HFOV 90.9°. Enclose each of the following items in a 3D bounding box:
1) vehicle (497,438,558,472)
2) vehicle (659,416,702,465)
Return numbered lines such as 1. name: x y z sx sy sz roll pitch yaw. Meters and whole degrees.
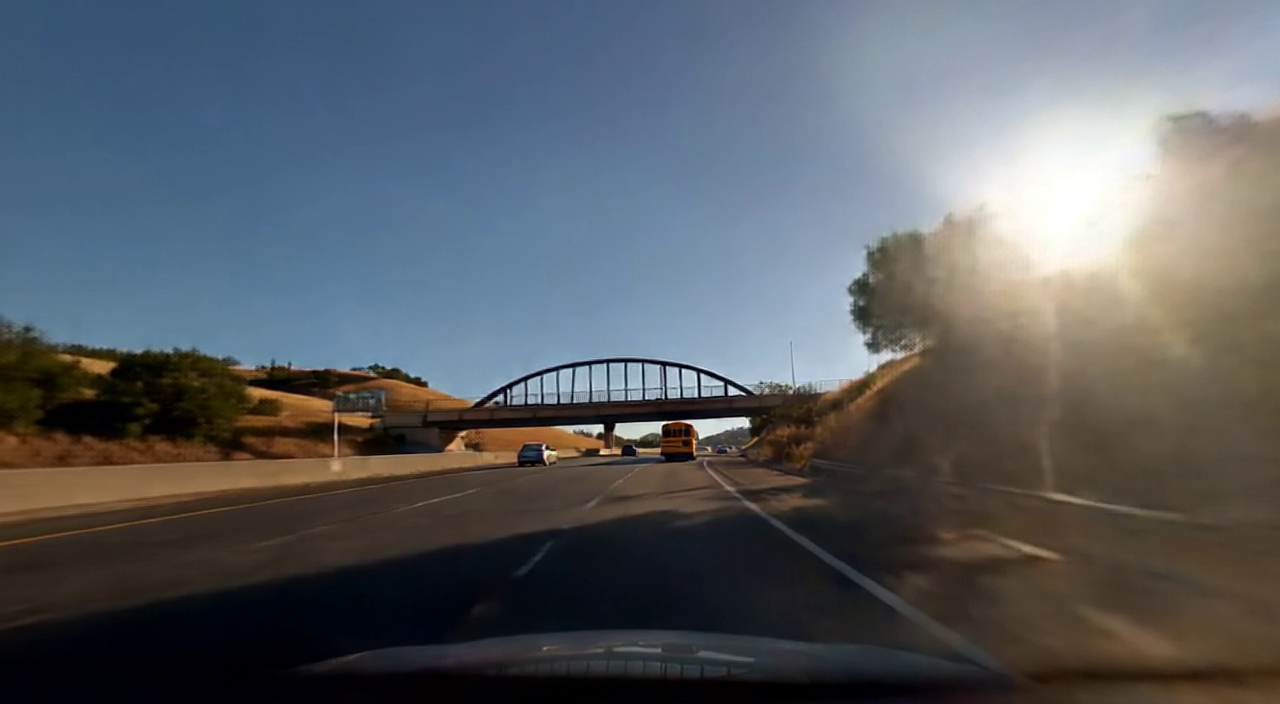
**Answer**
1. vehicle: -6.046 5.564 34.428 2.172 1.689 4.625 -1 -8 4
2. vehicle: 3.197 6.840 48.597 2.945 3.295 10.406 -1 -8 4
